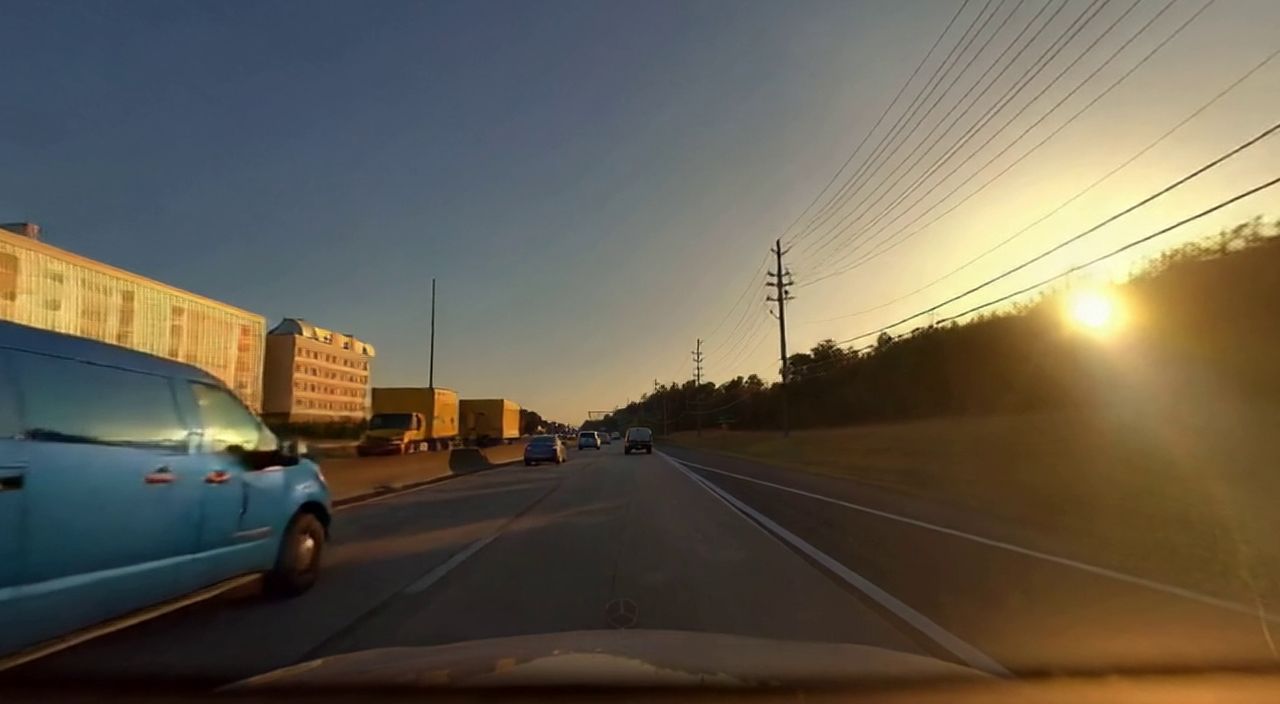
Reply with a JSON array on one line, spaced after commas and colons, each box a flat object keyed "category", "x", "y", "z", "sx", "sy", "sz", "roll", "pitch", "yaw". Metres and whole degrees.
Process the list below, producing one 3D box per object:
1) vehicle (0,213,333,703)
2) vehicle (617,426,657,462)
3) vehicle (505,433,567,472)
[{"category": "vehicle", "x": -4.136, "y": 0.607, "z": 3.070, "sx": 2.388, "sy": 2.410, "sz": 5.787, "roll": 0, "pitch": -8, "yaw": -1}, {"category": "vehicle", "x": -0.198, "y": 5.470, "z": 37.471, "sx": 2.213, "sy": 1.997, "sz": 4.456, "roll": 0, "pitch": -8, "yaw": -1}, {"category": "vehicle", "x": -4.505, "y": 4.399, "z": 27.860, "sx": 2.058, "sy": 1.557, "sz": 4.125, "roll": 0, "pitch": -8, "yaw": 0}]
